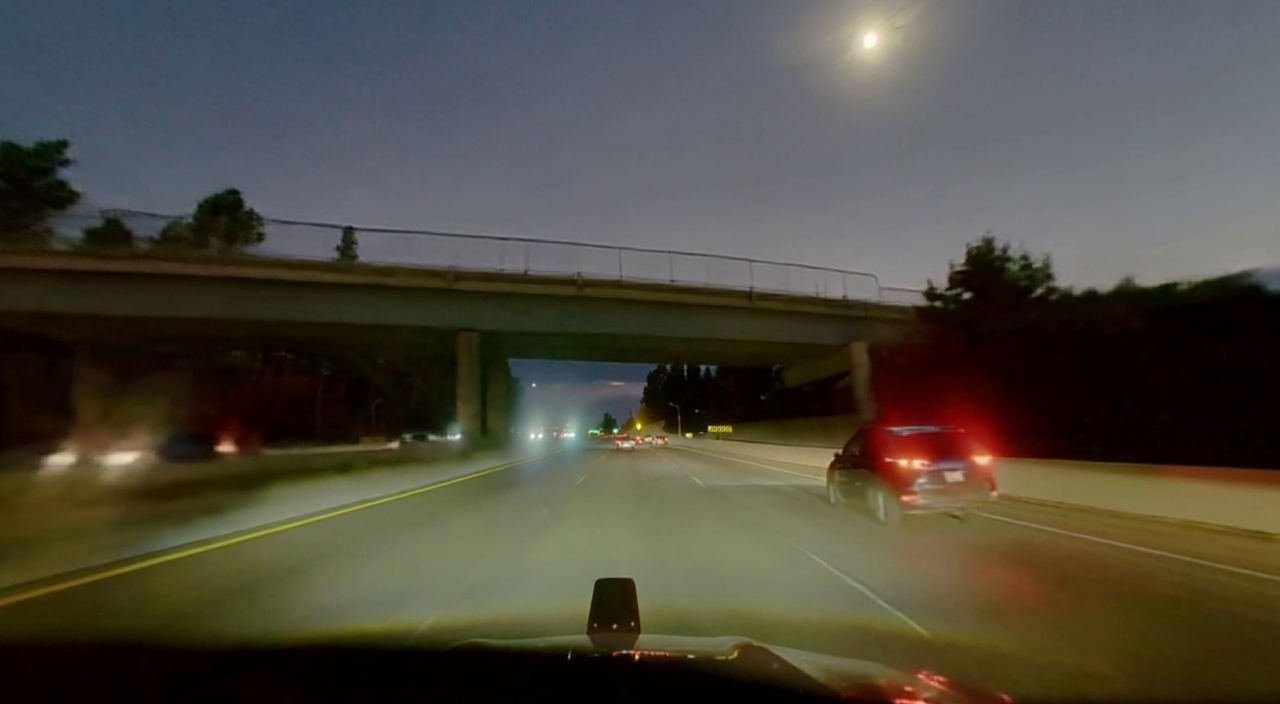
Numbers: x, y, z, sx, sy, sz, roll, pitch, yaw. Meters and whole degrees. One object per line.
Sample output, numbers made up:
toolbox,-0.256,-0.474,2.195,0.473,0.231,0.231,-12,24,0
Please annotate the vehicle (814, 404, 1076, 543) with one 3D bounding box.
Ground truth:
vehicle,4.092,1.673,9.302,1.892,1.600,3.782,0,-8,-1

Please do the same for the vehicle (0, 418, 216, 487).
vehicle,-13.376,2.525,16.176,2.017,1.493,4.377,0,-8,-1

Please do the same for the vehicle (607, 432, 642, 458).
vehicle,-0.943,5.506,37.491,1.987,1.440,3.565,0,-8,-1

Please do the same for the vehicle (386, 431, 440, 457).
vehicle,-13.427,5.479,37.529,1.832,1.446,3.950,0,-8,-1
